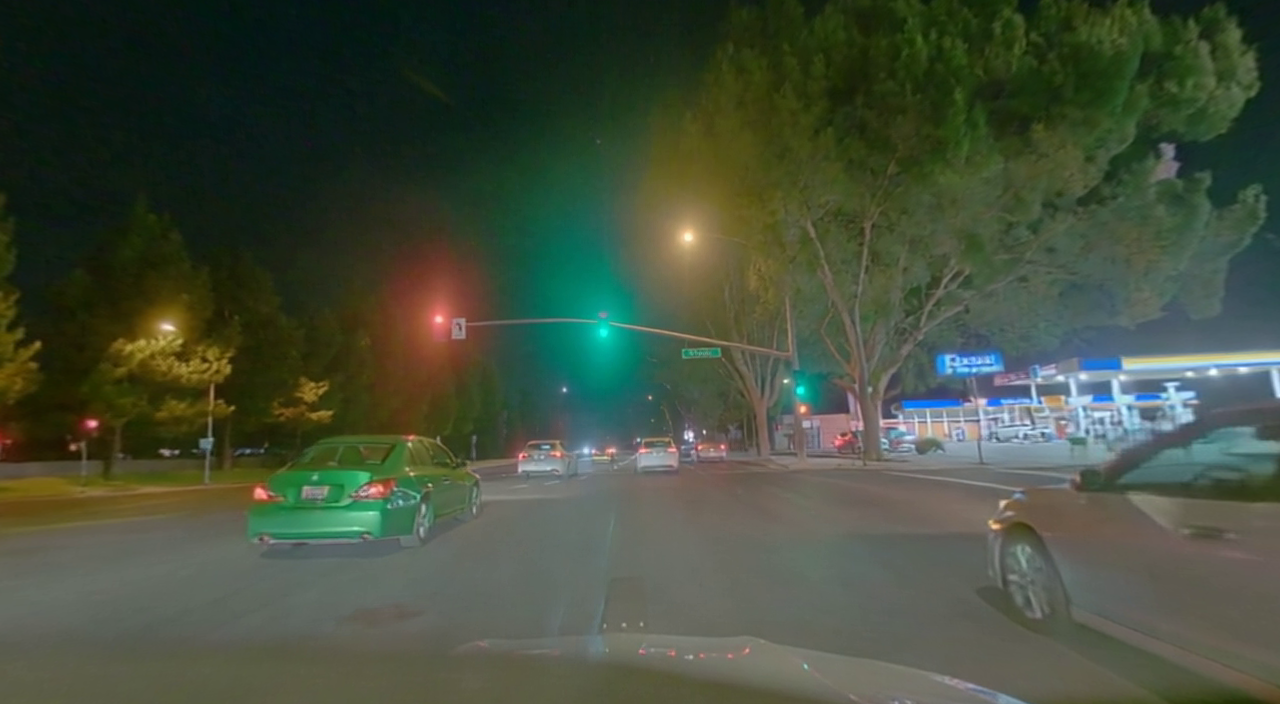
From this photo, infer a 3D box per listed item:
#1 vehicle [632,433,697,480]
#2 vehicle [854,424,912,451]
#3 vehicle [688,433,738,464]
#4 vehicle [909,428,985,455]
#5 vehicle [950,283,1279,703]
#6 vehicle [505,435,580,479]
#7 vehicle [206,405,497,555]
[{"bbox_3d":[0.796,3.511,21.471,1.994,1.433,3.894,-1,-8,1],"label":"vehicle"},{"bbox_3d":[16.894,6.002,44.098,2.110,1.744,4.928,-1,-8,1],"label":"vehicle"},{"bbox_3d":[3.675,4.949,32.550,1.920,1.479,4.548,0,-8,-1],"label":"vehicle"},{"bbox_3d":[18.037,5.304,37.340,2.081,1.482,4.860,0,-8,1],"label":"vehicle"},{"bbox_3d":[3.366,0.676,2.493,1.992,1.805,4.549,0,-8,1],"label":"vehicle"},{"bbox_3d":[-3.491,3.863,23.434,1.995,1.436,4.500,0,-8,1],"label":"vehicle"},{"bbox_3d":[-3.831,1.806,9.630,2.023,1.687,4.874,-1,-8,2],"label":"vehicle"}]
